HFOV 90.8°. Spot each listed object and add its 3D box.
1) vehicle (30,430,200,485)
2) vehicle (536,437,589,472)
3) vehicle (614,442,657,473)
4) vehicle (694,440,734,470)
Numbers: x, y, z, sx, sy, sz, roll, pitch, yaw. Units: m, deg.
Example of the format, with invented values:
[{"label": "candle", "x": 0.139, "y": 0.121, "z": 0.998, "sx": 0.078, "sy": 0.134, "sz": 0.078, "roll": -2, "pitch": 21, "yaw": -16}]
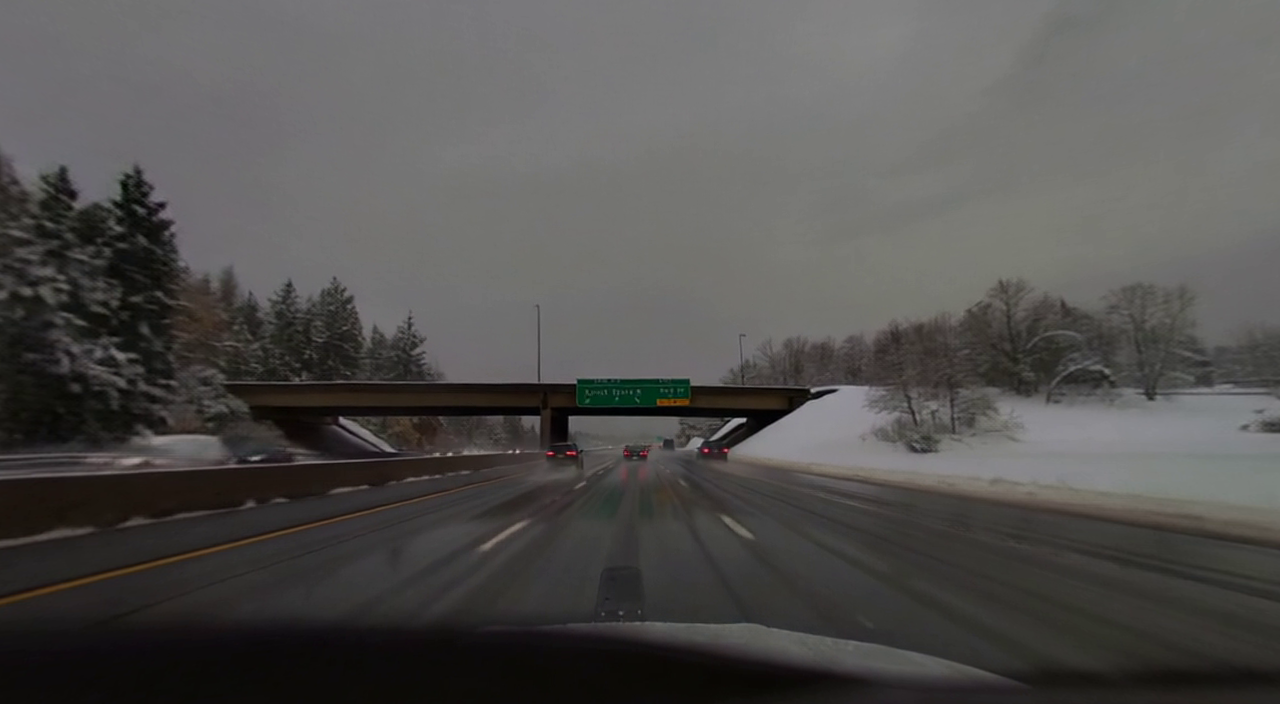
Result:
[{"label": "vehicle", "x": -20.484, "y": 4.138, "z": 25.059, "sx": 2.230, "sy": 1.931, "sz": 5.157, "roll": 0, "pitch": -9, "yaw": 1}, {"label": "vehicle", "x": -4.071, "y": 5.475, "z": 33.927, "sx": 2.113, "sy": 1.756, "sz": 4.471, "roll": 0, "pitch": -9, "yaw": 2}, {"label": "vehicle", "x": -0.195, "y": 5.369, "z": 32.388, "sx": 2.075, "sy": 1.486, "sz": 4.007, "roll": 0, "pitch": -8, "yaw": 0}, {"label": "vehicle", "x": 4.259, "y": 6.009, "z": 36.925, "sx": 1.936, "sy": 1.625, "sz": 3.991, "roll": 0, "pitch": -8, "yaw": 1}]
